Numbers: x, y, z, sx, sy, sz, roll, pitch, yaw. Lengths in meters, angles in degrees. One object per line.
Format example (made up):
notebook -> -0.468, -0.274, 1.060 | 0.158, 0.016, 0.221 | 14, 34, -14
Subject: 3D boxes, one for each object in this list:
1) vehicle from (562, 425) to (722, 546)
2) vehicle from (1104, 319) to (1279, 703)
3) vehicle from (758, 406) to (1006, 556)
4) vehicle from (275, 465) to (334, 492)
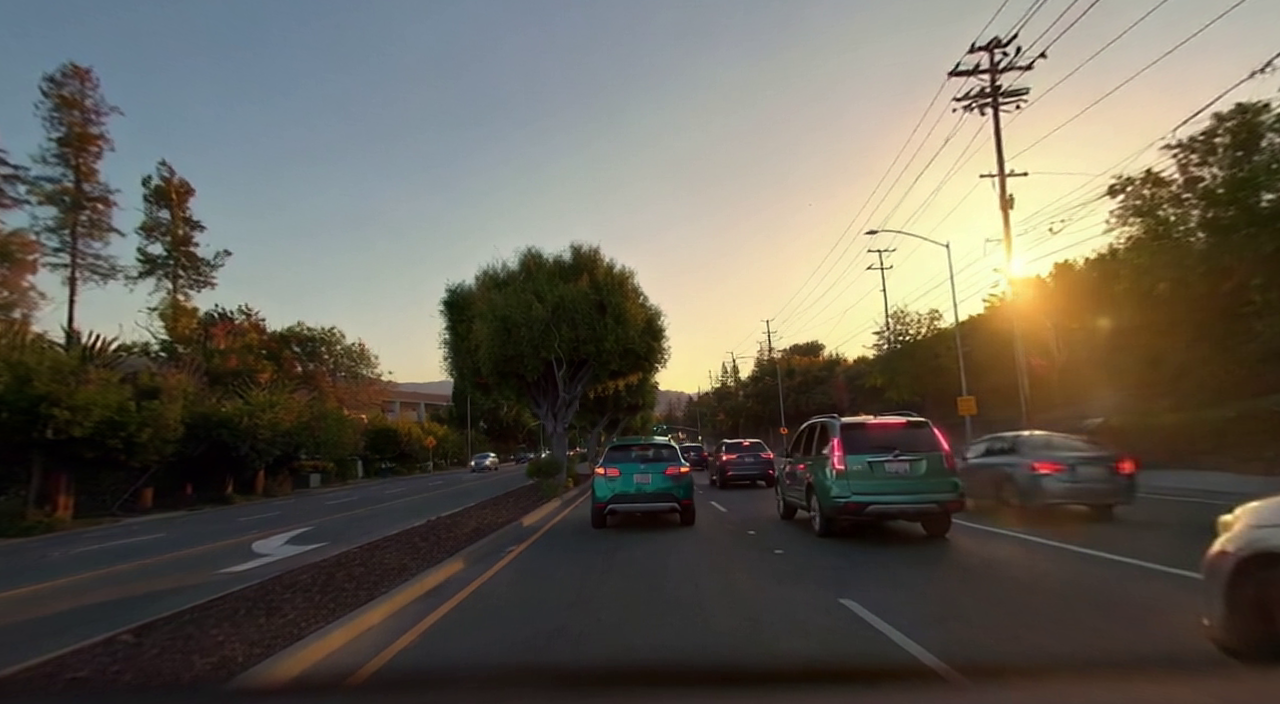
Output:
vehicle -> 0.006, 2.159, 10.888 | 2.199, 1.641, 4.232 | 0, -8, -1
vehicle -> 3.524, 0.542, 1.219 | 2.001, 1.707, 4.250 | 0, -8, 0
vehicle -> 3.394, 1.918, 10.099 | 2.097, 1.818, 4.625 | 0, -8, 0
vehicle -> -22.613, 8.504, 42.734 | 1.847, 1.554, 3.926 | 0, -8, 0
